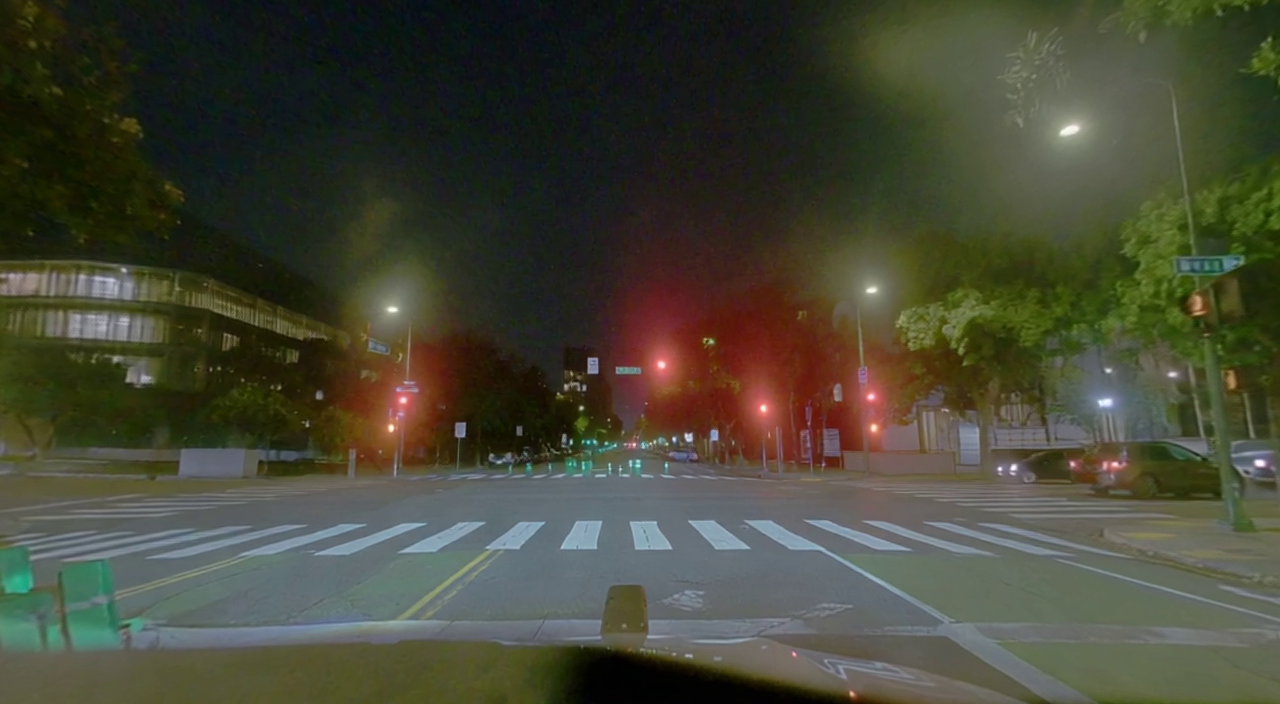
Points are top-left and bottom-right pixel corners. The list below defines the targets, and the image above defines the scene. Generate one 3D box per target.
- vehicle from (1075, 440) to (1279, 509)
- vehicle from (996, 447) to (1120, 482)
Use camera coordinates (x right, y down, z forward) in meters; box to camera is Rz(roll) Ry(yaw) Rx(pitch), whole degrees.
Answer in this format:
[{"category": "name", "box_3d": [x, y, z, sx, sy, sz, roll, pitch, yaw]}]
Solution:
[{"category": "vehicle", "box_3d": [12.996, 2.785, 14.562, 4.424, 1.436, 1.804, -1, -8, 5]}, {"category": "vehicle", "box_3d": [19.622, 5.280, 29.756, 4.368, 1.522, 1.972, -1, -8, 2]}]
